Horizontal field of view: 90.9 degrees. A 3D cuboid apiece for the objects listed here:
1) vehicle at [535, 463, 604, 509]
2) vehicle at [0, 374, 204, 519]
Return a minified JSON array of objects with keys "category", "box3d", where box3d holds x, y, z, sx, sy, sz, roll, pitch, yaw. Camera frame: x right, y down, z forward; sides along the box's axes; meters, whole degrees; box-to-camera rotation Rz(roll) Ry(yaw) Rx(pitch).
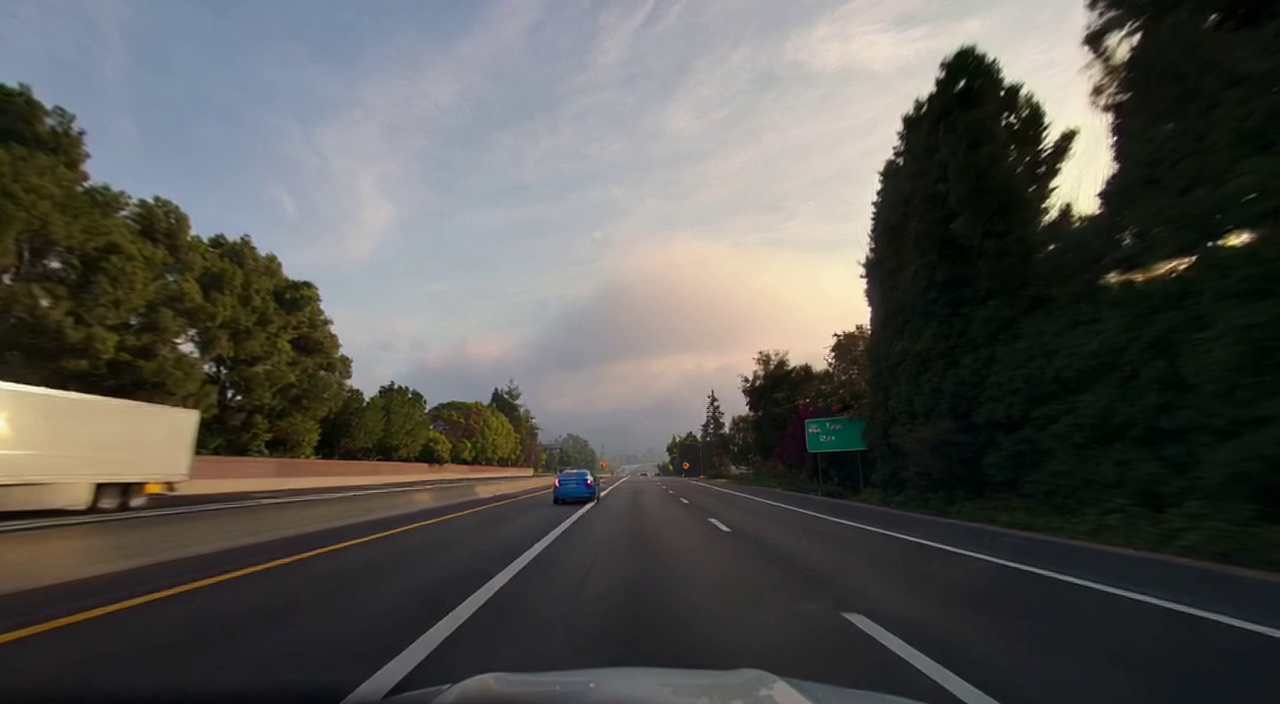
[{"category":"vehicle","box3d":[-2.533,4.946,23.543,2.016,1.530,4.009,1,-11,1]},{"category":"vehicle","box3d":[-19.757,2.905,19.153,2.943,4.068,14.091,1,-11,0]}]
